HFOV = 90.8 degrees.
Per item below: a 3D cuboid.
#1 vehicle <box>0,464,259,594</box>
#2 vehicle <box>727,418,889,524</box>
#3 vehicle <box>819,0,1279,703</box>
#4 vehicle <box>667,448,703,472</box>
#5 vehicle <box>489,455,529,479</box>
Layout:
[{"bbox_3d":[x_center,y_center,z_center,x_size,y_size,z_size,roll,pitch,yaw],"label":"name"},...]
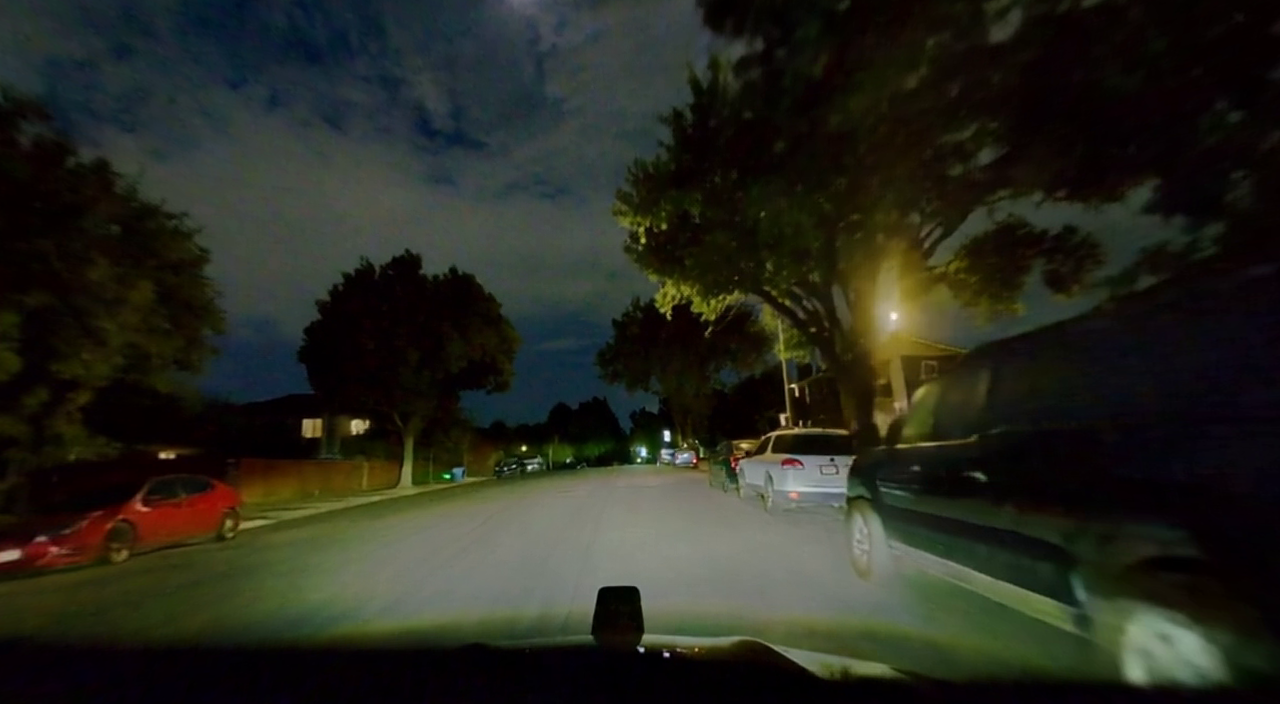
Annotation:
[{"bbox_3d":[-8.431,2.745,10.401,1.839,1.384,4.124,-7,-7,-2],"label":"vehicle"},{"bbox_3d":[3.120,2.334,12.868,1.928,1.751,4.537,0,-9,-1],"label":"vehicle"},{"bbox_3d":[3.152,0.570,3.961,2.388,2.604,6.241,0,-9,2],"label":"vehicle"},{"bbox_3d":[2.951,7.218,42.417,1.927,1.529,4.144,0,-9,-3],"label":"vehicle"},{"bbox_3d":[-8.753,7.703,42.480,1.937,1.427,4.510,0,-9,-3],"label":"vehicle"}]
